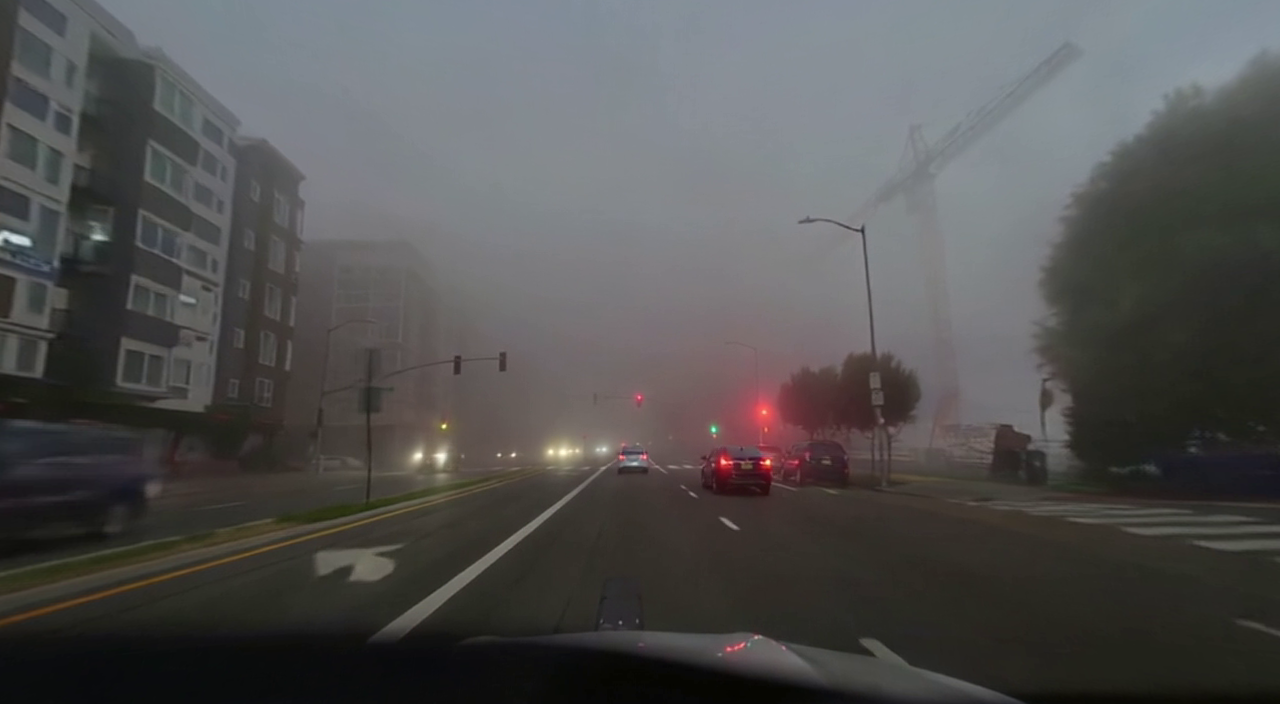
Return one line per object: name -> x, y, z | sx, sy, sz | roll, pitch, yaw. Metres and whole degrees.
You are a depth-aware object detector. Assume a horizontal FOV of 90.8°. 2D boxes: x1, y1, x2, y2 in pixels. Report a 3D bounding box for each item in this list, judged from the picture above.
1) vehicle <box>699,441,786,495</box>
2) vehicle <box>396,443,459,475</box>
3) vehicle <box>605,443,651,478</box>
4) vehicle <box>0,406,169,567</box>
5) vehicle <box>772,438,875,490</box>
vehicle -> 3.075, 3.561, 19.753 | 1.910, 1.474, 4.003 | 0, -9, -2
vehicle -> -11.996, 6.045, 35.963 | 1.975, 1.714, 4.638 | 0, -9, 0
vehicle -> -0.550, 5.049, 29.658 | 2.006, 1.487, 3.535 | 0, -9, -1
vehicle -> -8.416, 1.575, 7.374 | 2.111, 1.832, 4.778 | 0, -9, 0
vehicle -> 7.229, 4.465, 25.655 | 2.317, 1.852, 5.530 | 0, -9, -2
